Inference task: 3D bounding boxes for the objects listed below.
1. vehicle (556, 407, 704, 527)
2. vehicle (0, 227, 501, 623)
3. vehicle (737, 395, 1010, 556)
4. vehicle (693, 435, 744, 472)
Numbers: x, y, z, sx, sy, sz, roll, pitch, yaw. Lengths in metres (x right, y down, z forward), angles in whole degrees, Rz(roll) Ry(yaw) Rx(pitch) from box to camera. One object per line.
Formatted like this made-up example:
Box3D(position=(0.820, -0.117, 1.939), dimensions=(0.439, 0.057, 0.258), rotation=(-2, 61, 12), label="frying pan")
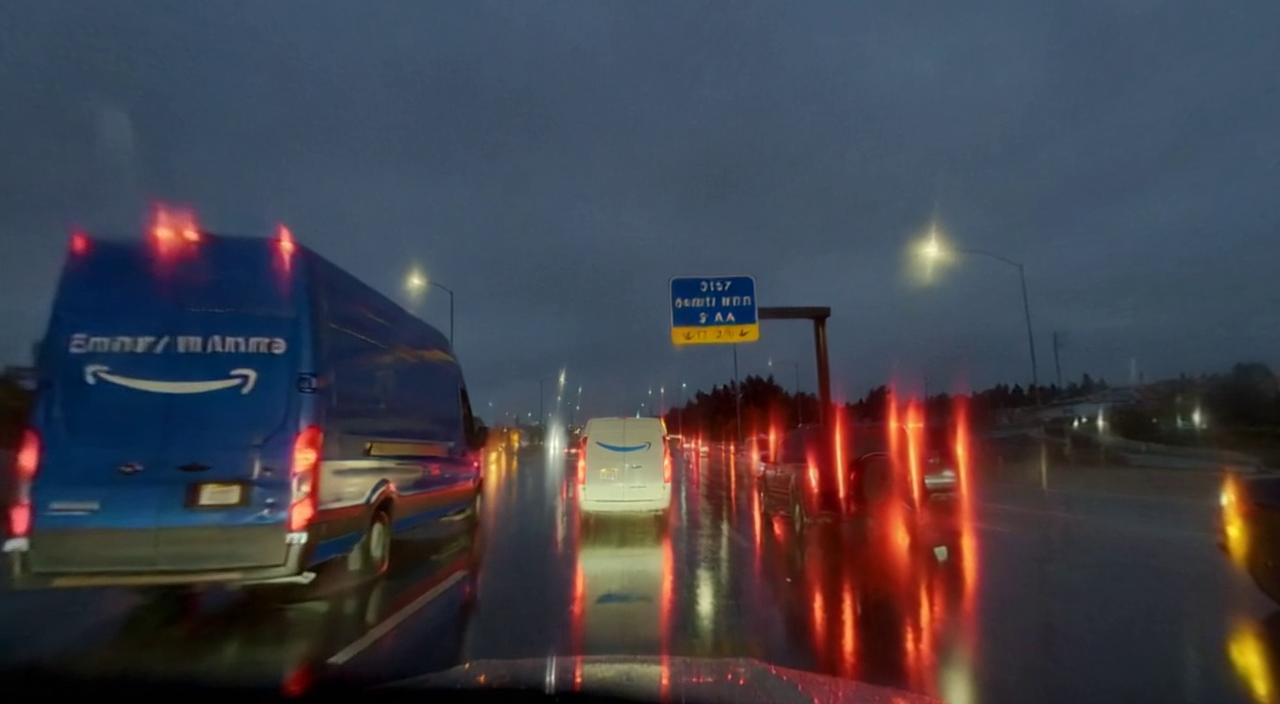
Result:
Box3D(position=(-0.141, 2.110, 11.966), dimensions=(2.287, 1.823, 4.369), rotation=(0, -9, 0), label="vehicle")
Box3D(position=(-3.695, 0.957, 7.828), dimensions=(2.415, 2.821, 6.636), rotation=(0, -9, 0), label="vehicle")
Box3D(position=(3.174, 1.850, 10.115), dimensions=(2.341, 1.890, 5.144), rotation=(1, -9, -1), label="vehicle")
Box3D(position=(3.958, 5.190, 32.324), dimensions=(2.064, 1.720, 4.416), rotation=(0, -9, 0), label="vehicle")
